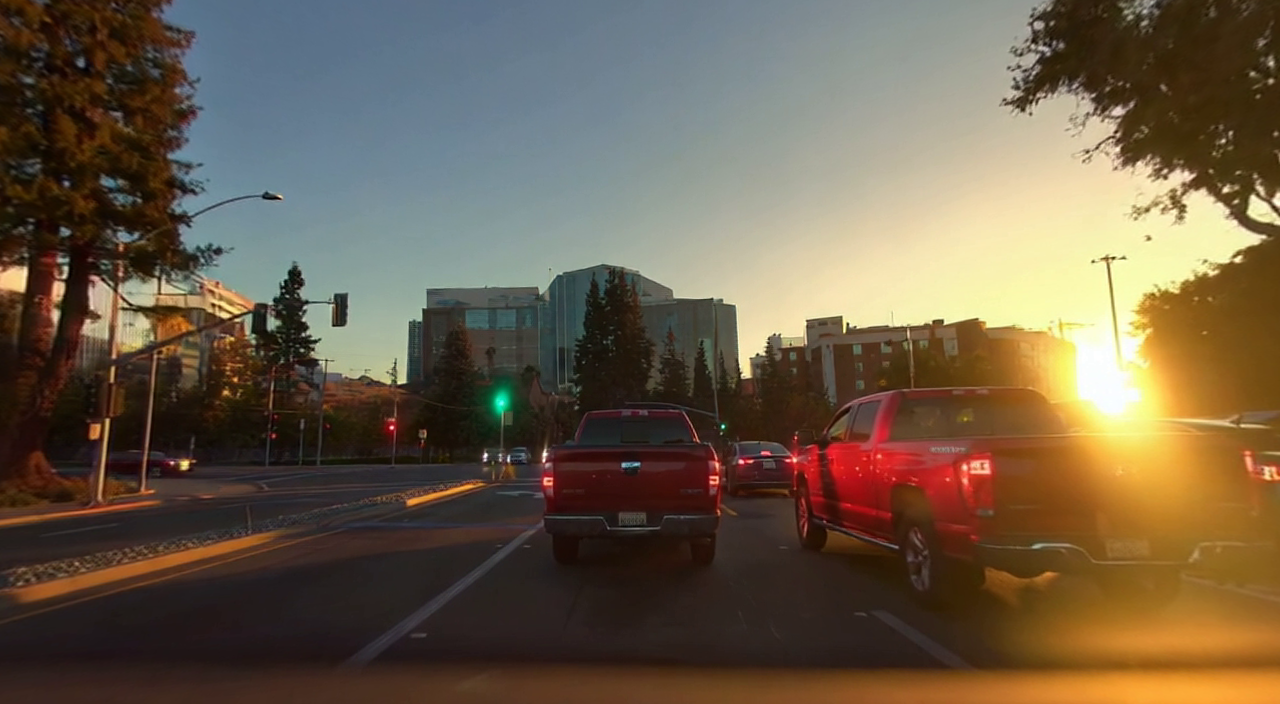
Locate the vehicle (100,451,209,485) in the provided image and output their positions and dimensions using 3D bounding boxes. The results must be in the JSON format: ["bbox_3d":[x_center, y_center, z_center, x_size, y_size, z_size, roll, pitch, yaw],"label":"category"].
[{"bbox_3d":[-26.423,6.293,34.590,4.437,1.669,1.936,5,-10,-31],"label":"vehicle"}]

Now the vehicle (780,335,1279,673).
[{"bbox_3d":[3.333,1.280,6.556,2.412,1.953,5.682,0,-9,-1],"label":"vehicle"}]

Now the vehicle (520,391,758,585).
[{"bbox_3d":[-0.054,1.656,8.556,2.240,1.821,5.001,0,-9,-1],"label":"vehicle"}]
